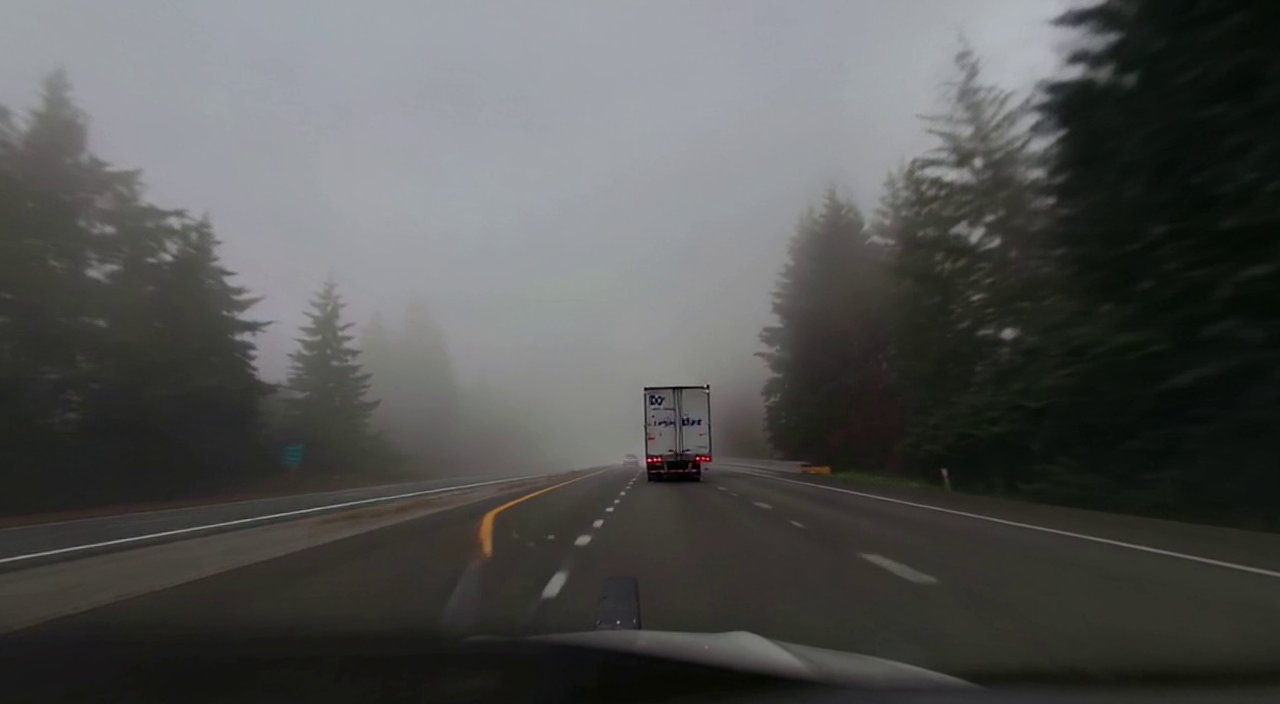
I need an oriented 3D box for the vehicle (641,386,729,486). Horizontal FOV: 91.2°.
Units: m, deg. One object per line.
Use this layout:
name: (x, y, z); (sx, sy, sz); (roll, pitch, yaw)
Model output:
vehicle: (2.110, 4.774, 34.428); (3.537, 4.071, 17.399); (-1, -9, 2)
